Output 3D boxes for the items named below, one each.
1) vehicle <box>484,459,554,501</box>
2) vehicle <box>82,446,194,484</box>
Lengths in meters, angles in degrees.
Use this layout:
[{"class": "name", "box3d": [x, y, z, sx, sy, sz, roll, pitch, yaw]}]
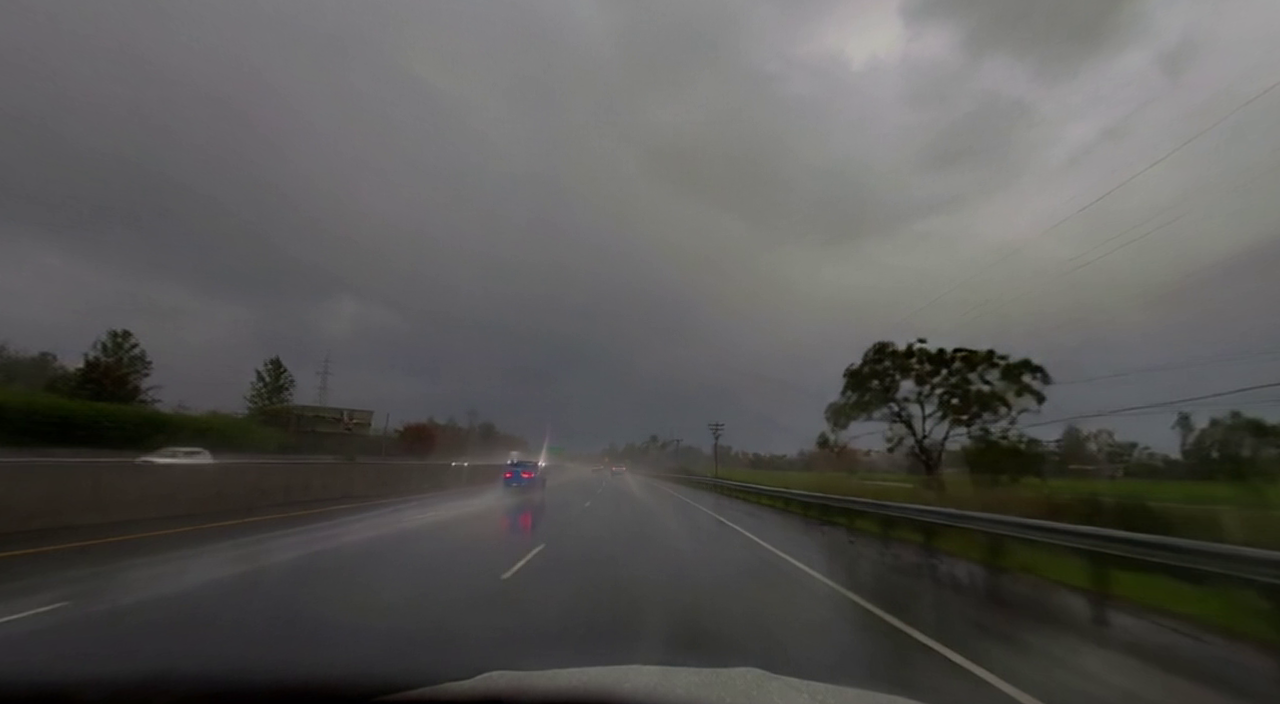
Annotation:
[{"class": "vehicle", "box3d": [-5.306, 5.696, 28.240, 2.194, 1.704, 4.421, 1, -10, 1]}, {"class": "vehicle", "box3d": [-23.127, 5.265, 29.280, 1.847, 1.587, 4.053, 1, -10, -1]}]
